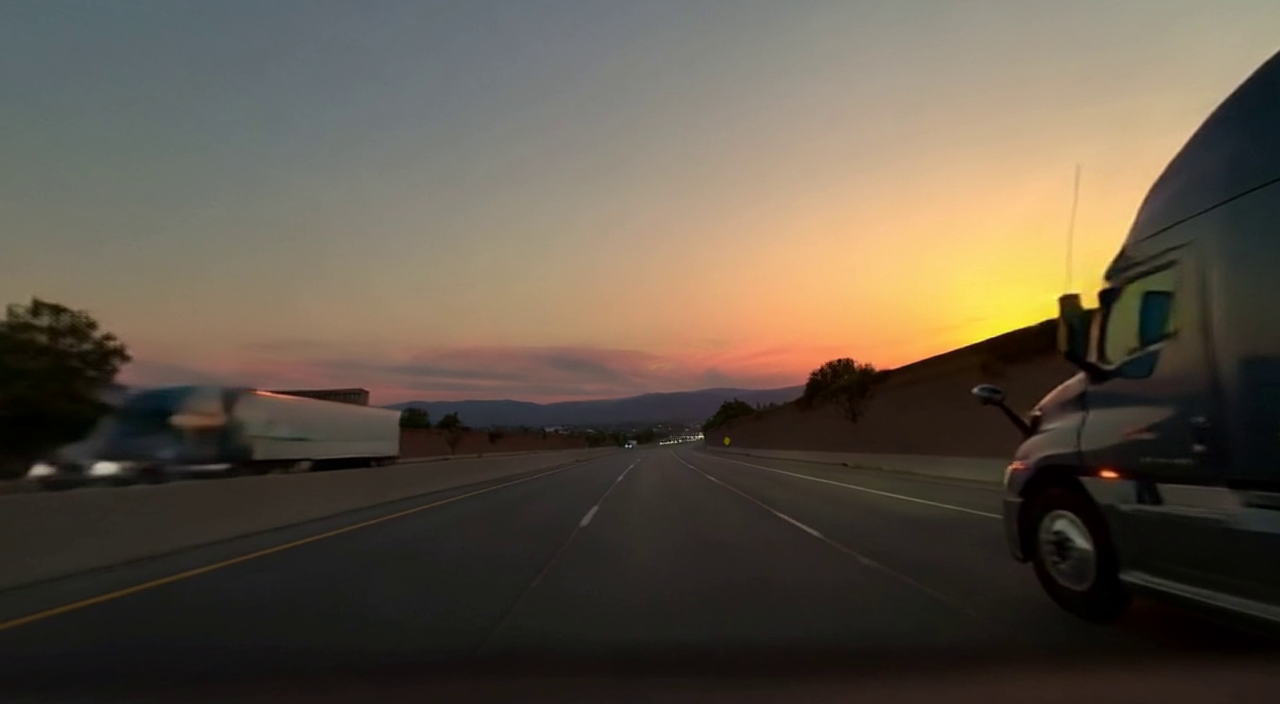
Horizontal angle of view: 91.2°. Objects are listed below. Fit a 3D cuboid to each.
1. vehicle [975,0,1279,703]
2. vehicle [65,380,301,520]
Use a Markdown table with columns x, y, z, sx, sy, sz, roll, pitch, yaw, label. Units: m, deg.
| x | y | z | sx | sy | sz | roll | pitch | yaw | label |
| --- | --- | --- | --- | --- | --- | --- | --- | --- | --- |
| 4.887 | -0.290 | 2.423 | 3.107 | 4.307 | 7.088 | 0 | -9 | 0 | vehicle |
| -15.999 | 3.460 | 22.829 | 3.384 | 4.316 | 6.420 | 0 | -8 | 2 | vehicle |
